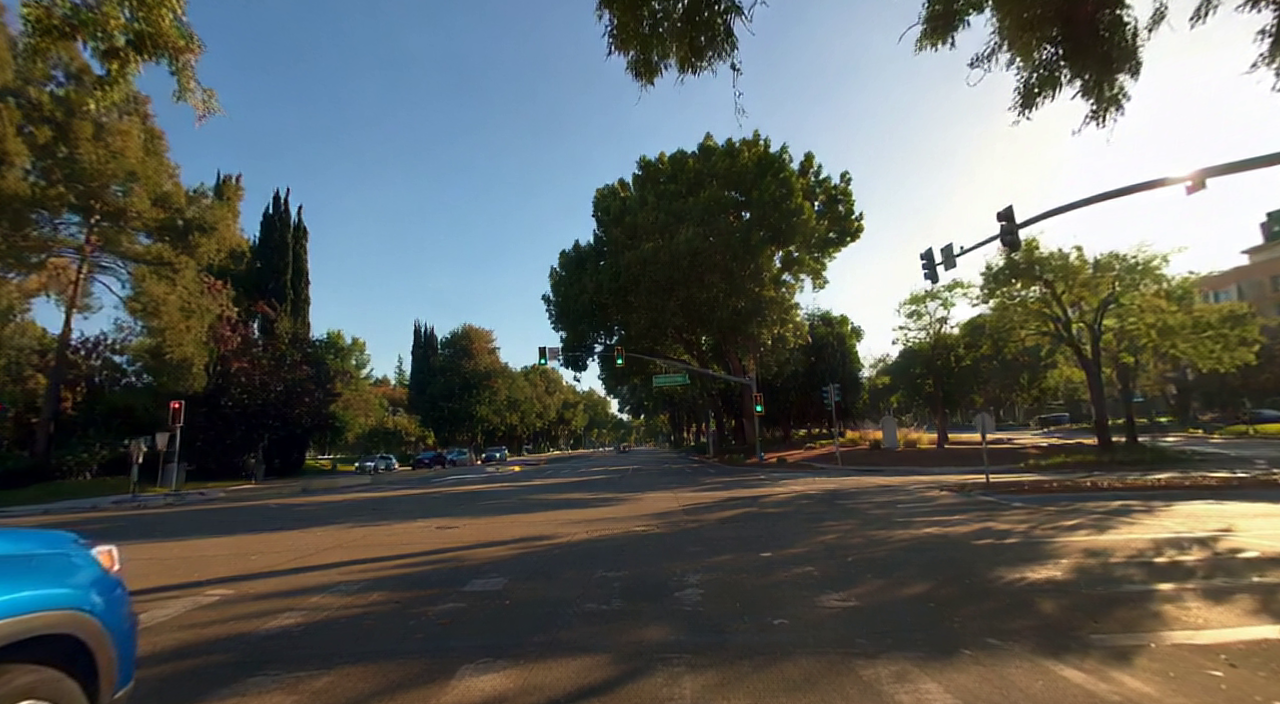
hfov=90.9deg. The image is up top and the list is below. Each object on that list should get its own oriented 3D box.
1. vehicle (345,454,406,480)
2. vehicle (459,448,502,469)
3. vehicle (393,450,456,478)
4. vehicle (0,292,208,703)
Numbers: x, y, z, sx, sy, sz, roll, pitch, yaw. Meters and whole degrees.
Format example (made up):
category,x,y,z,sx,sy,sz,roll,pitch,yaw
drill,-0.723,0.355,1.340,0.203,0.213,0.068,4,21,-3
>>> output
category,x,y,z,sx,sy,sz,roll,pitch,yaw
vehicle,-16.123,7.017,38.711,1.830,1.440,4.351,0,-8,1
vehicle,-11.848,7.945,47.105,1.980,1.452,4.318,0,-8,2
vehicle,-12.522,6.536,36.982,2.028,1.455,4.421,0,-8,2
vehicle,-3.143,0.522,0.695,2.123,1.799,4.425,0,-8,1
